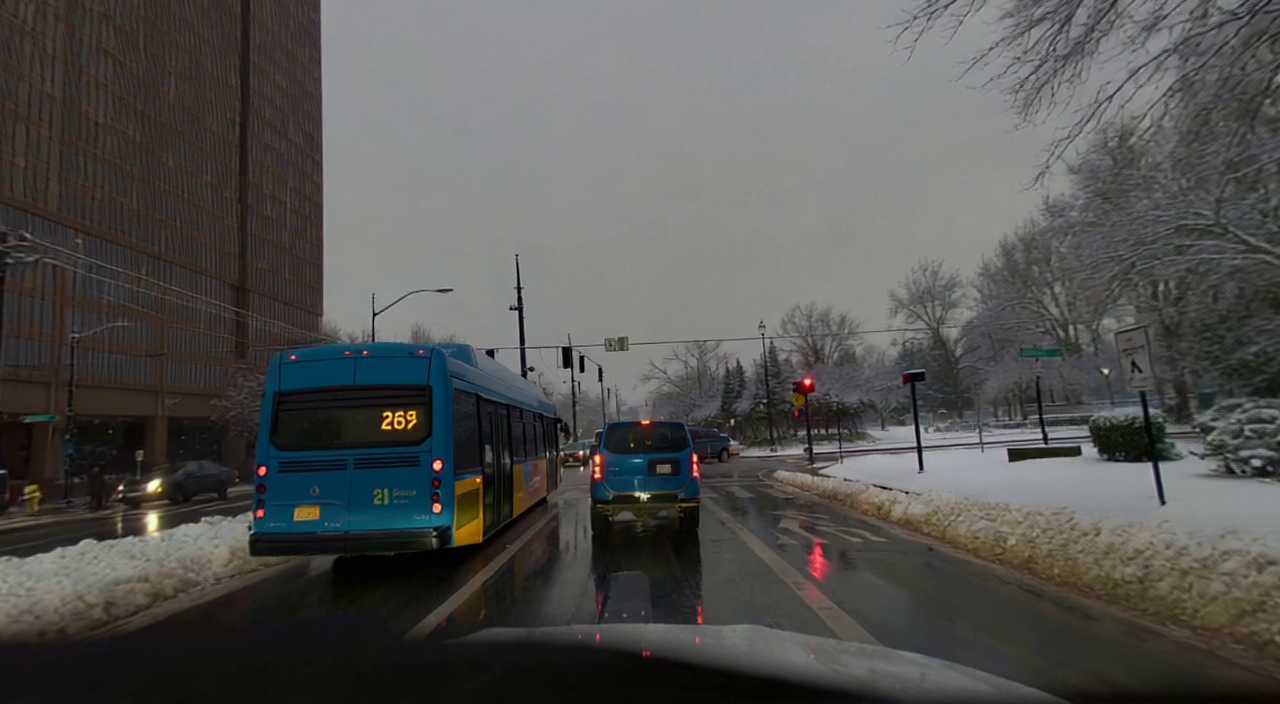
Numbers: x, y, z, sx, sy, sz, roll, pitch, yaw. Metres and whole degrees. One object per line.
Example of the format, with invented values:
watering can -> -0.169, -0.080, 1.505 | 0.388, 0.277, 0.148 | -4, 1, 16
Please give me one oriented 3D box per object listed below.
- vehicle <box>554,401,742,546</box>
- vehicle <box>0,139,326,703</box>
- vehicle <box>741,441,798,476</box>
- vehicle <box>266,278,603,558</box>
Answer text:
vehicle -> 0.128, 1.946, 10.638 | 2.500, 1.912, 4.270 | 0, -9, 1
vehicle -> -2.754, 0.331, 0.231 | 2.329, 2.089, 5.659 | 0, -9, 0
vehicle -> 6.163, 5.103, 30.468 | 1.919, 1.529, 4.059 | 0, -9, 1
vehicle -> -2.881, 1.780, 14.554 | 3.042, 3.445, 13.615 | 0, -9, 1
